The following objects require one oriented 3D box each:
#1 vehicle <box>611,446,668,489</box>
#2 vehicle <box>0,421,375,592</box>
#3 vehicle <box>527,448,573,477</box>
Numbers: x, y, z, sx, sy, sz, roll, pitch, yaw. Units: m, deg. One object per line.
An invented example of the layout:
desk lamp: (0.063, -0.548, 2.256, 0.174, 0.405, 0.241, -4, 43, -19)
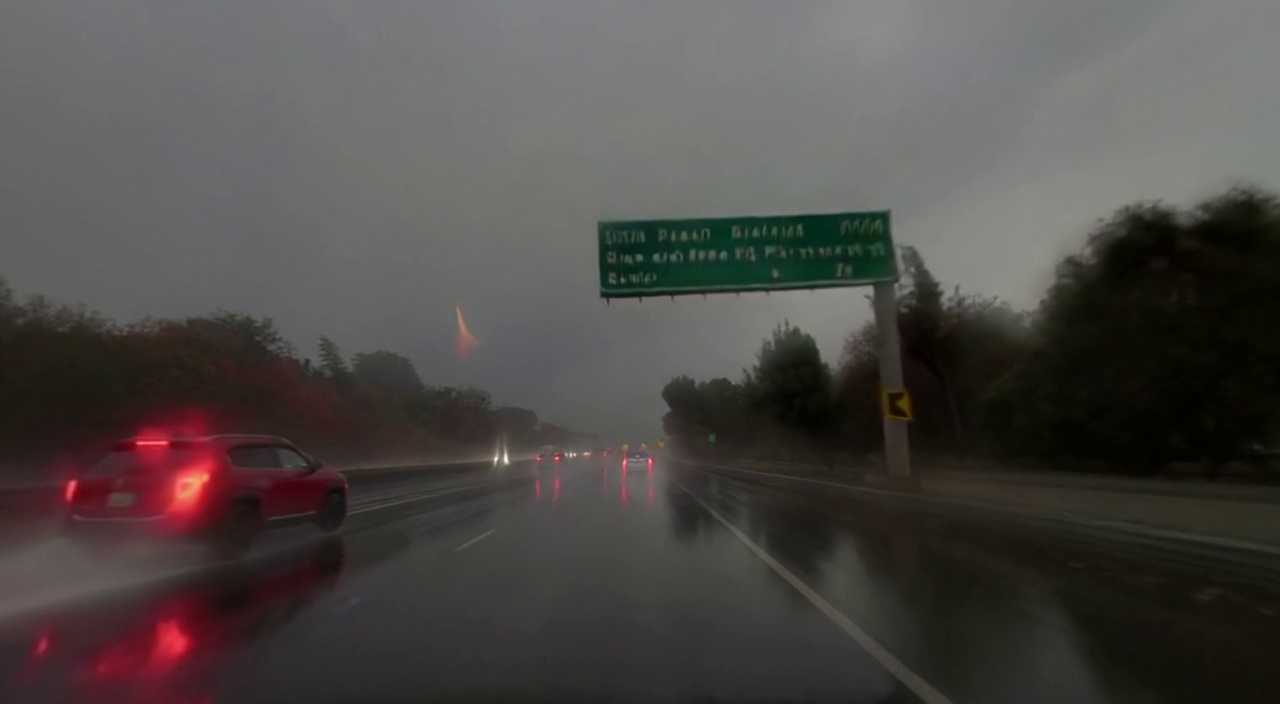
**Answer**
vehicle: (-0.029, 4.272, 23.489, 1.940, 1.451, 3.512, 0, -9, 0)
vehicle: (-5.429, 1.813, 8.182, 2.058, 1.626, 4.118, 0, -9, 1)
vehicle: (-4.916, 6.112, 34.885, 1.892, 1.481, 4.180, 0, -9, 0)
